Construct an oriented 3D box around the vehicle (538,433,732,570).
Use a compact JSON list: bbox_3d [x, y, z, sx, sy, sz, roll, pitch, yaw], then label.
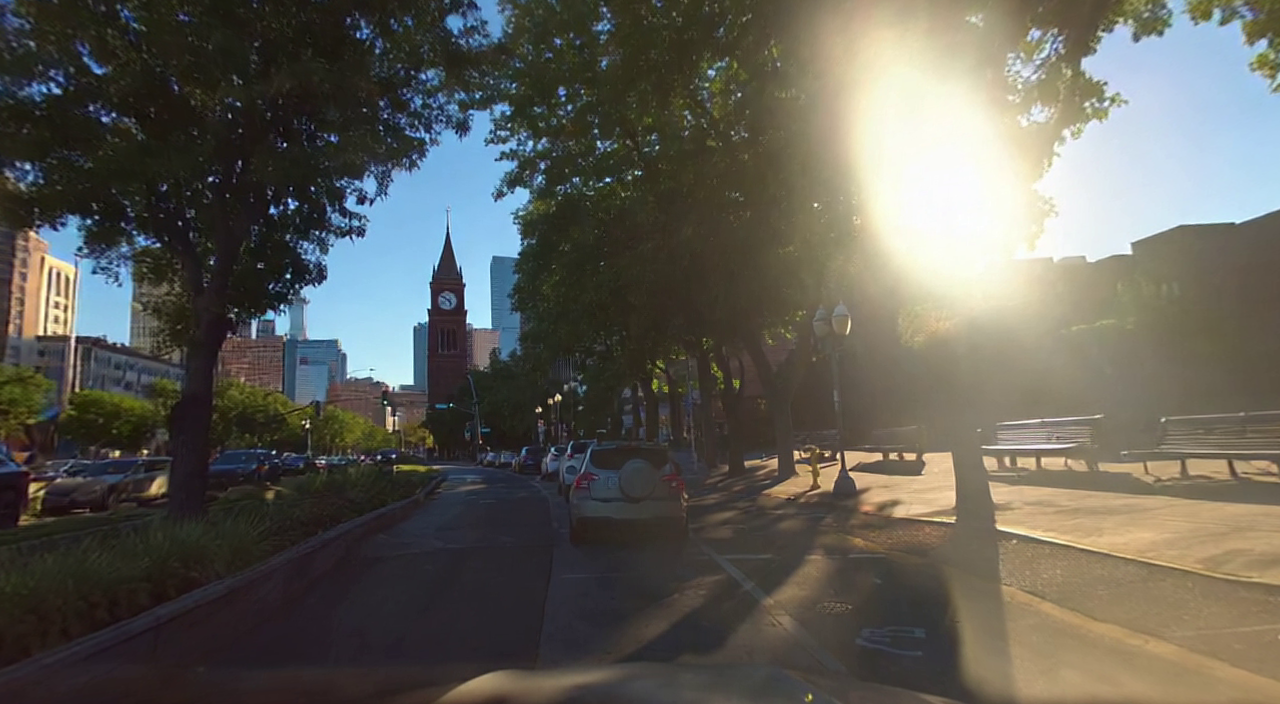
[{"bbox_3d":[-0.234,1.943,9.024,2.142,1.475,4.051,1,-8,-5],"label":"vehicle"}]
